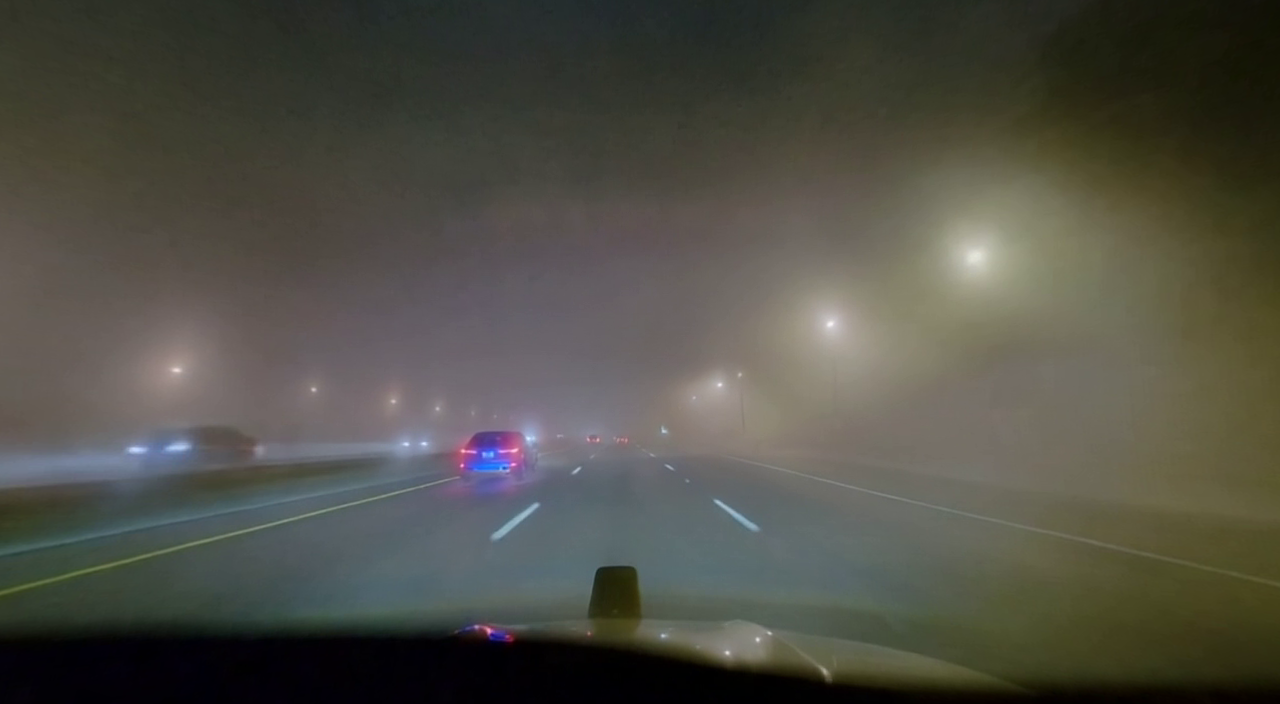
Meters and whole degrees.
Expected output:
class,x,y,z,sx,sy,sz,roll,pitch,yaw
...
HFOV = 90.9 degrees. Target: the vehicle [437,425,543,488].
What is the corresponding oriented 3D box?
class,x,y,z,sx,sy,sz,roll,pitch,yaw
vehicle,-4.146,2.947,18.187,2.062,1.591,4.156,0,-8,-1
